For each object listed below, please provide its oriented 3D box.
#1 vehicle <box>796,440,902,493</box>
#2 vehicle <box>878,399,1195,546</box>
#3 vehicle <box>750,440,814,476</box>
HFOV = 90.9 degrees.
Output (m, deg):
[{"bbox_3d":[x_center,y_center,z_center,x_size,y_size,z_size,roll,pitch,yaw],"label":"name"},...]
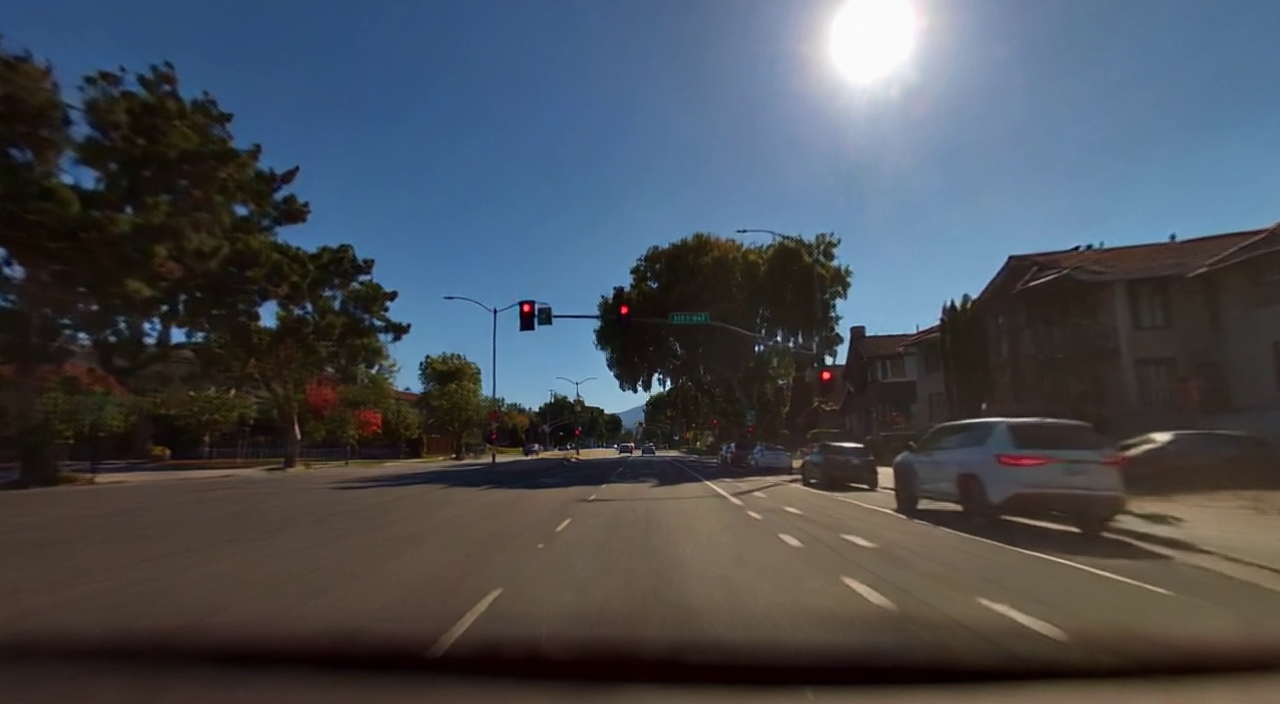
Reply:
[{"bbox_3d":[6.366,3.513,19.768,1.936,1.456,4.445,0,-8,2],"label":"vehicle"},{"bbox_3d":[6.220,1.967,10.940,2.293,1.942,5.004,0,-8,1],"label":"vehicle"},{"bbox_3d":[6.473,4.866,29.197,1.976,1.498,4.390,0,-8,1],"label":"vehicle"}]
